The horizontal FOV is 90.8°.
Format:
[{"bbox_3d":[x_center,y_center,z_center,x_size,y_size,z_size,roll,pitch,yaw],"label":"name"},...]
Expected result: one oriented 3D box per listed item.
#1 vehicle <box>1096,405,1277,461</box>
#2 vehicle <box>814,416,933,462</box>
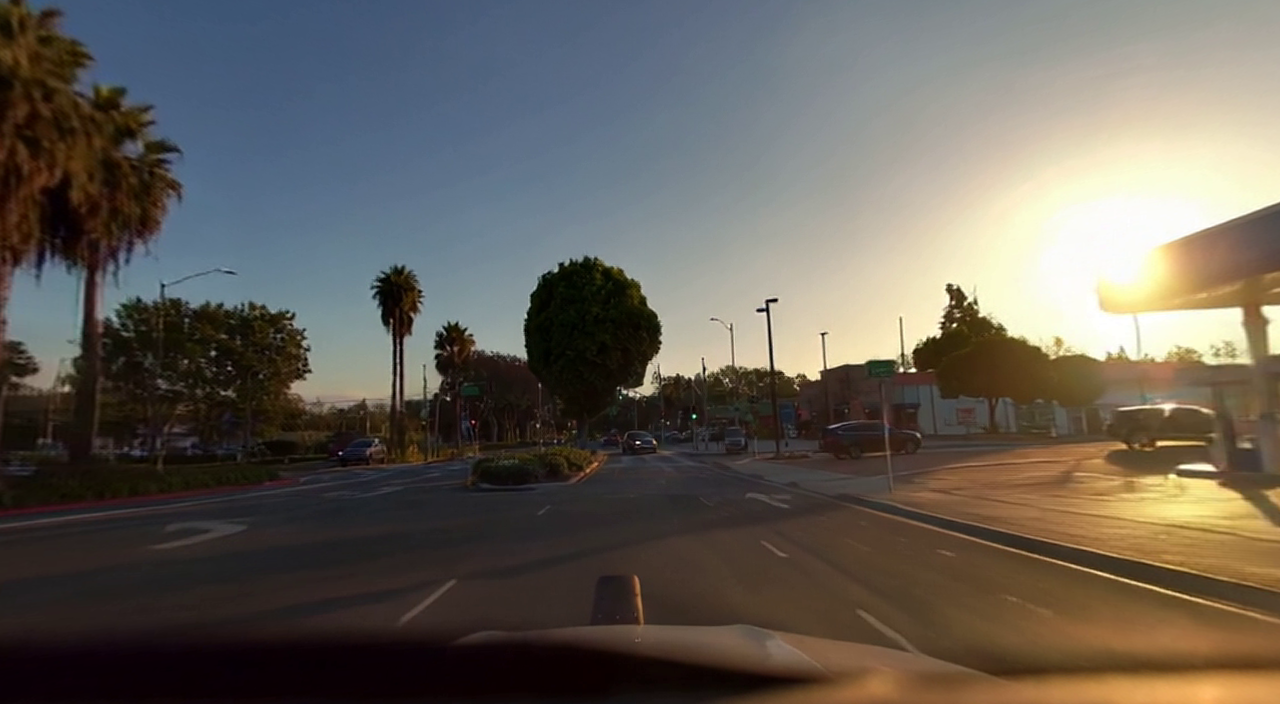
[{"bbox_3d":[18.441,2.761,21.483,4.389,1.803,1.849,0,-8,-1],"label":"vehicle"},{"bbox_3d":[11.697,4.369,31.453,6.059,2.082,2.703,7,-11,-38],"label":"vehicle"}]
